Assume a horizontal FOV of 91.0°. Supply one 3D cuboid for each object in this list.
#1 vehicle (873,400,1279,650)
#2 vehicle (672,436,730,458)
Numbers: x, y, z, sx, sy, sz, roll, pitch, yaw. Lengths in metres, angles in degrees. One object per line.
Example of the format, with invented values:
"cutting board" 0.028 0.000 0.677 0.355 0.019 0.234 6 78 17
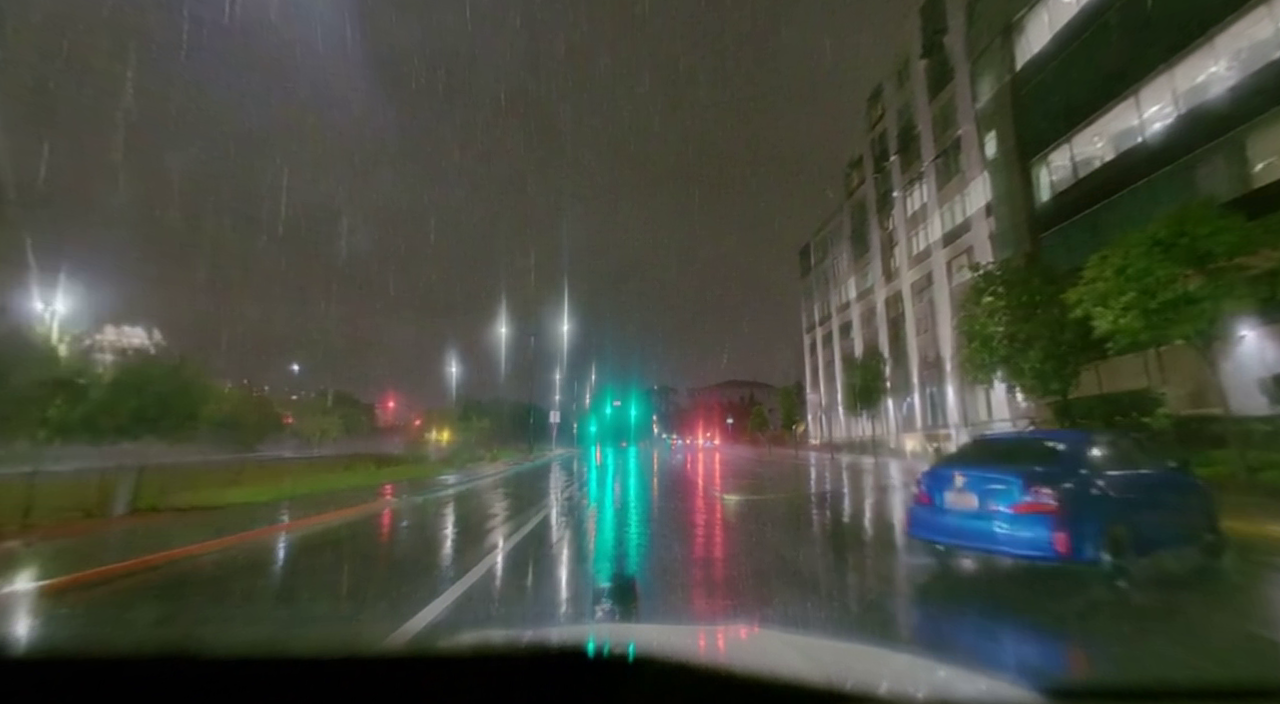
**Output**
"vehicle" 4.406 1.311 5.928 4.655 1.460 1.878 6 -10 -37
"vehicle" 4.430 6.874 45.707 3.844 1.524 1.847 4 -9 -32
